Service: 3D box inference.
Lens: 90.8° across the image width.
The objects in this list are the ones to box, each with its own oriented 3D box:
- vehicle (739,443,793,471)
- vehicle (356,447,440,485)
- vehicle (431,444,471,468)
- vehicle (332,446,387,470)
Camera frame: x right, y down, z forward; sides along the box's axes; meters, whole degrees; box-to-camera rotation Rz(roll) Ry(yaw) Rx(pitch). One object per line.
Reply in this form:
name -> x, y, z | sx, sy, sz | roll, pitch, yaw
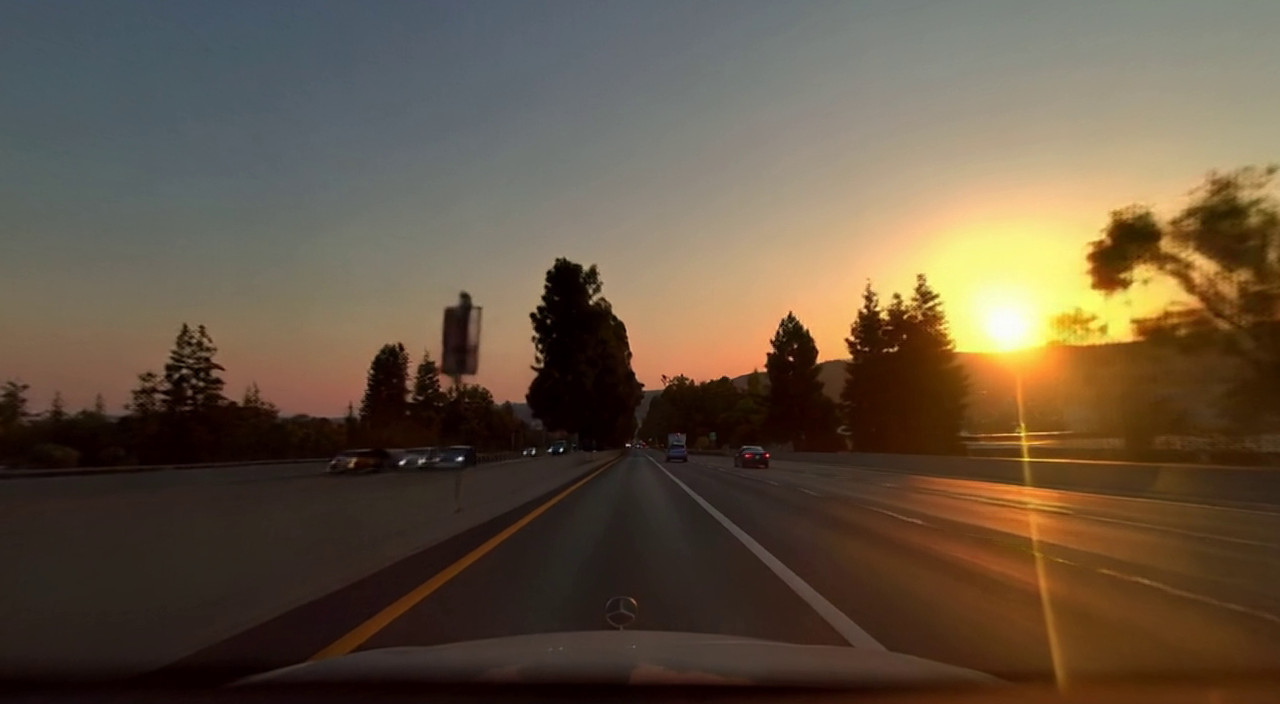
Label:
vehicle -> 6.868, 5.770, 34.884 | 2.009, 1.456, 4.097 | 0, -9, -2
vehicle -> -11.045, 5.204, 29.255 | 2.125, 1.503, 4.530 | 1, -8, -1
vehicle -> -14.189, 7.831, 47.681 | 1.788, 1.655, 4.254 | 0, -8, -1
vehicle -> -22.085, 8.318, 49.899 | 2.035, 1.779, 4.906 | 0, -9, 0
